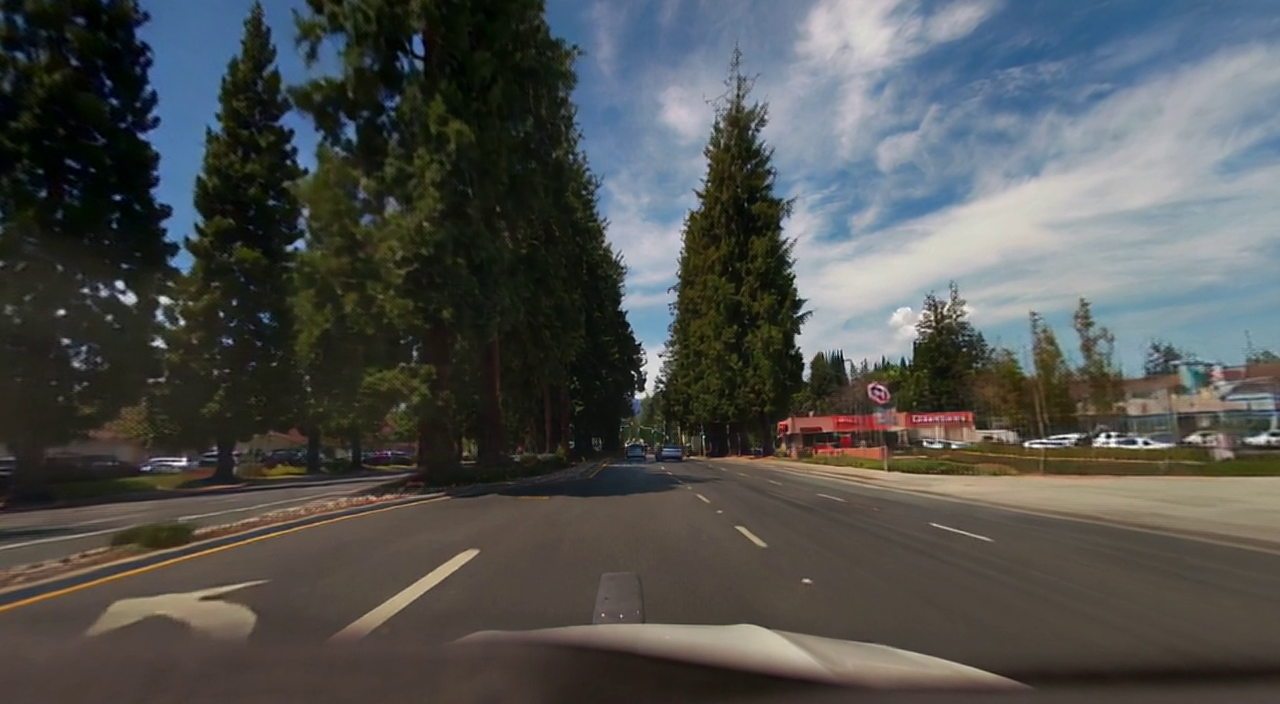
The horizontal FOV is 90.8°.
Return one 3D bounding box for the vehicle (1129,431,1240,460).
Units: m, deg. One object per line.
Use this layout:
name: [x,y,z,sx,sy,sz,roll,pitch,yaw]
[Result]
vehicle: [34.538,5.938,40.193,2.054,1.684,4.845,6,-10,-33]
